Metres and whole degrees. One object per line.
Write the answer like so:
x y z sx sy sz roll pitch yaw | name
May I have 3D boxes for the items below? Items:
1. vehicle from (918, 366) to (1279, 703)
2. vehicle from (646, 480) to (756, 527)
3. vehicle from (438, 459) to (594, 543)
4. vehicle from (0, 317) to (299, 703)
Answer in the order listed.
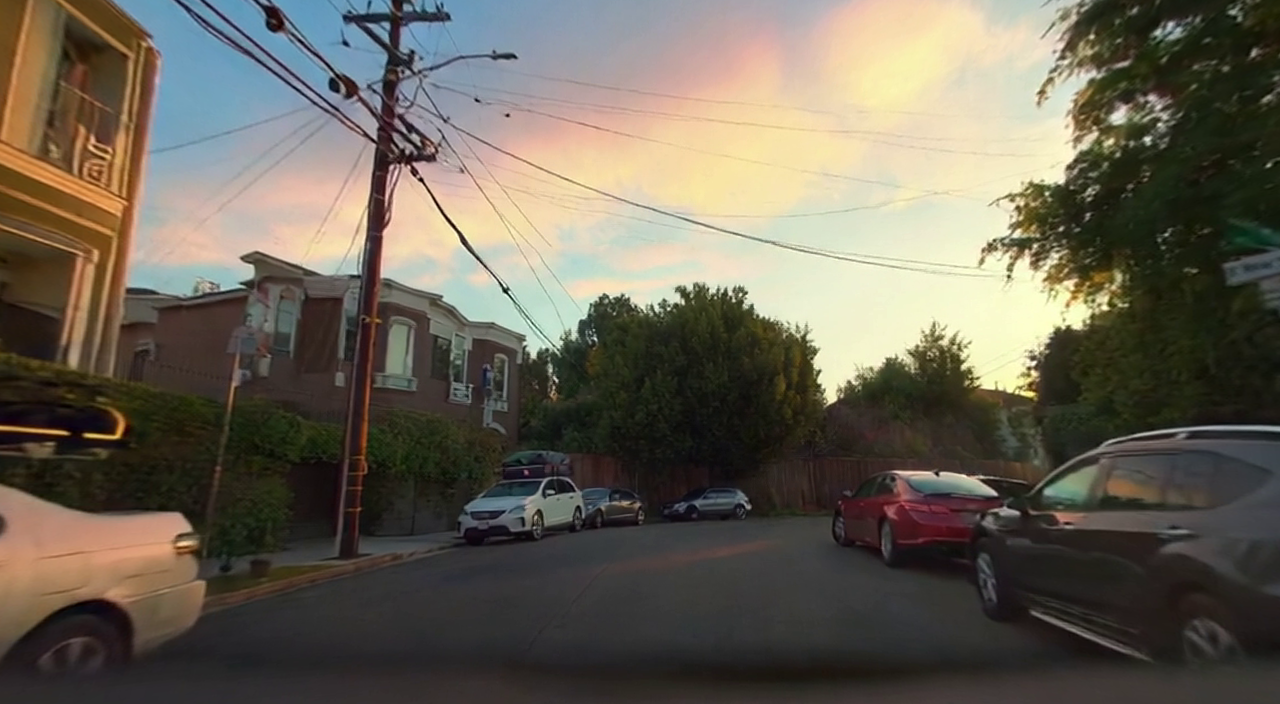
4.003 1.252 4.635 1.899 1.877 4.668 0 -8 2 | vehicle
2.597 6.317 26.610 4.217 1.547 2.082 5 -10 -34 | vehicle
-2.889 3.710 16.139 2.247 1.702 5.043 -4 -11 9 | vehicle
-3.637 0.629 1.533 2.195 1.797 5.890 0 -8 2 | vehicle
